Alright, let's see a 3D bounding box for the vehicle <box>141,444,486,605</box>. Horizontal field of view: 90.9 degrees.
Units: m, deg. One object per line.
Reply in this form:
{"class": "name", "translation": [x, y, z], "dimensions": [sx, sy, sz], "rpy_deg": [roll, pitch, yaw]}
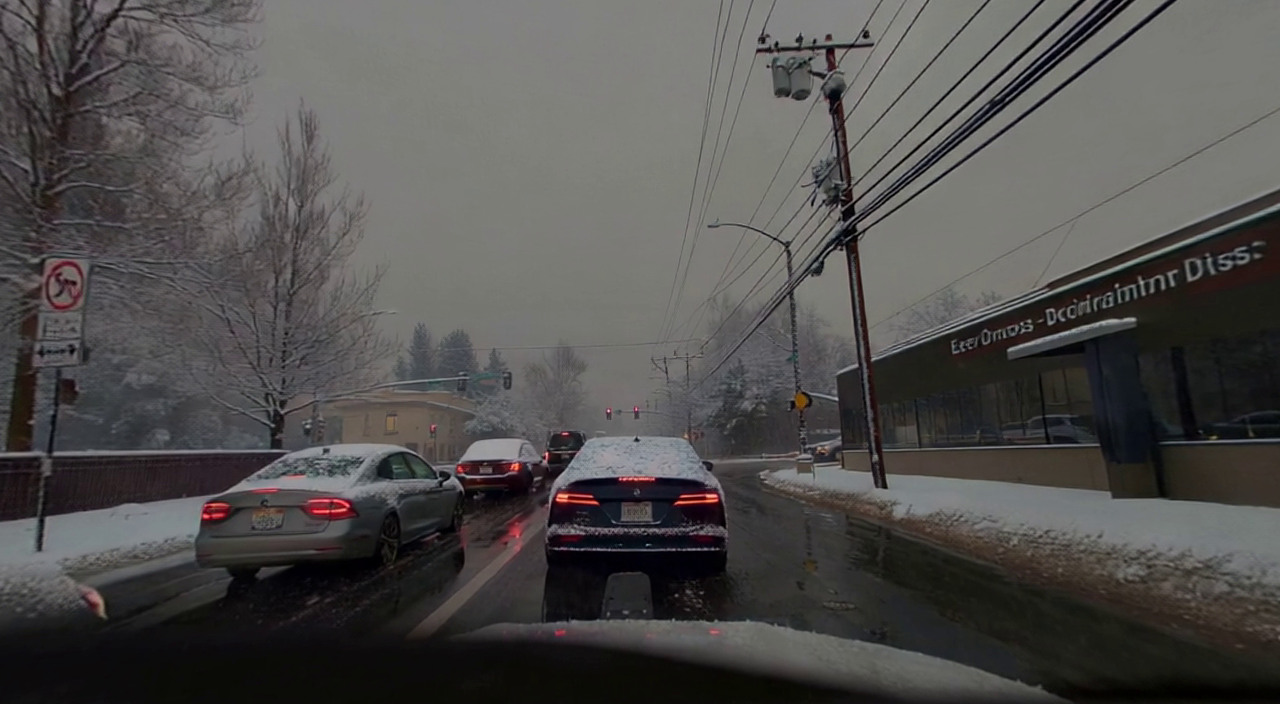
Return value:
{"class": "vehicle", "translation": [-3.231, 1.742, 7.321], "dimensions": [1.765, 1.319, 4.013], "rpy_deg": [0, -9, 2]}

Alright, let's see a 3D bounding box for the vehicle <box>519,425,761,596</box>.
{"class": "vehicle", "translation": [-0.009, 1.680, 7.537], "dimensions": [2.101, 1.469, 3.955], "rpy_deg": [0, -9, 0]}
